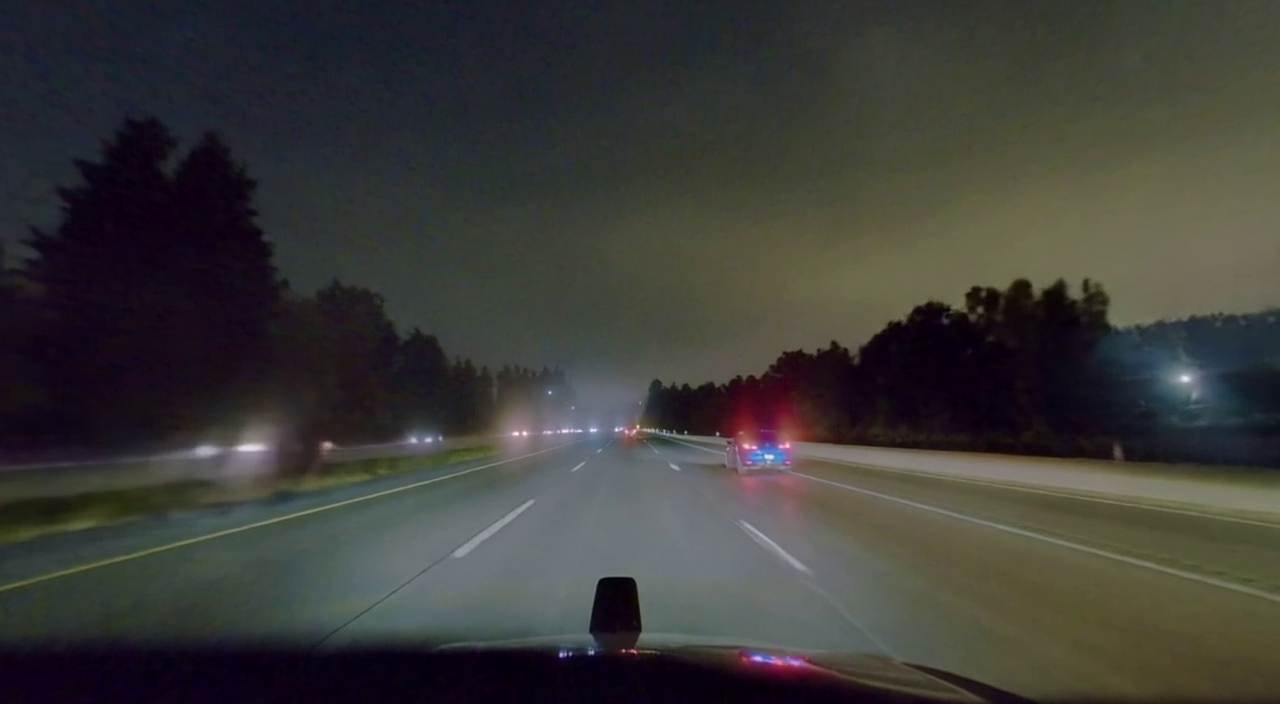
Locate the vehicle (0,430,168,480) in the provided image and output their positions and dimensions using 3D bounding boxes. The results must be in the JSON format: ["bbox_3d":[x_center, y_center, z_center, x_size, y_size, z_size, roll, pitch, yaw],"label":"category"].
[{"bbox_3d":[-19.358,3.552,22.131,1.922,1.550,4.669,0,-8,-1],"label":"vehicle"}]

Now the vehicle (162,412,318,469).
[{"bbox_3d":[-12.838,2.884,20.629,1.984,1.626,4.741,0,-8,0],"label":"vehicle"}]

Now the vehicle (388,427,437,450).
[{"bbox_3d":[-17.039,6.504,47.312,2.023,1.579,4.561,0,-8,-1],"label":"vehicle"}]

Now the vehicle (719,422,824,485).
[{"bbox_3d":[3.567,2.821,17.820,1.973,1.563,3.959,0,-8,-2],"label":"vehicle"}]
